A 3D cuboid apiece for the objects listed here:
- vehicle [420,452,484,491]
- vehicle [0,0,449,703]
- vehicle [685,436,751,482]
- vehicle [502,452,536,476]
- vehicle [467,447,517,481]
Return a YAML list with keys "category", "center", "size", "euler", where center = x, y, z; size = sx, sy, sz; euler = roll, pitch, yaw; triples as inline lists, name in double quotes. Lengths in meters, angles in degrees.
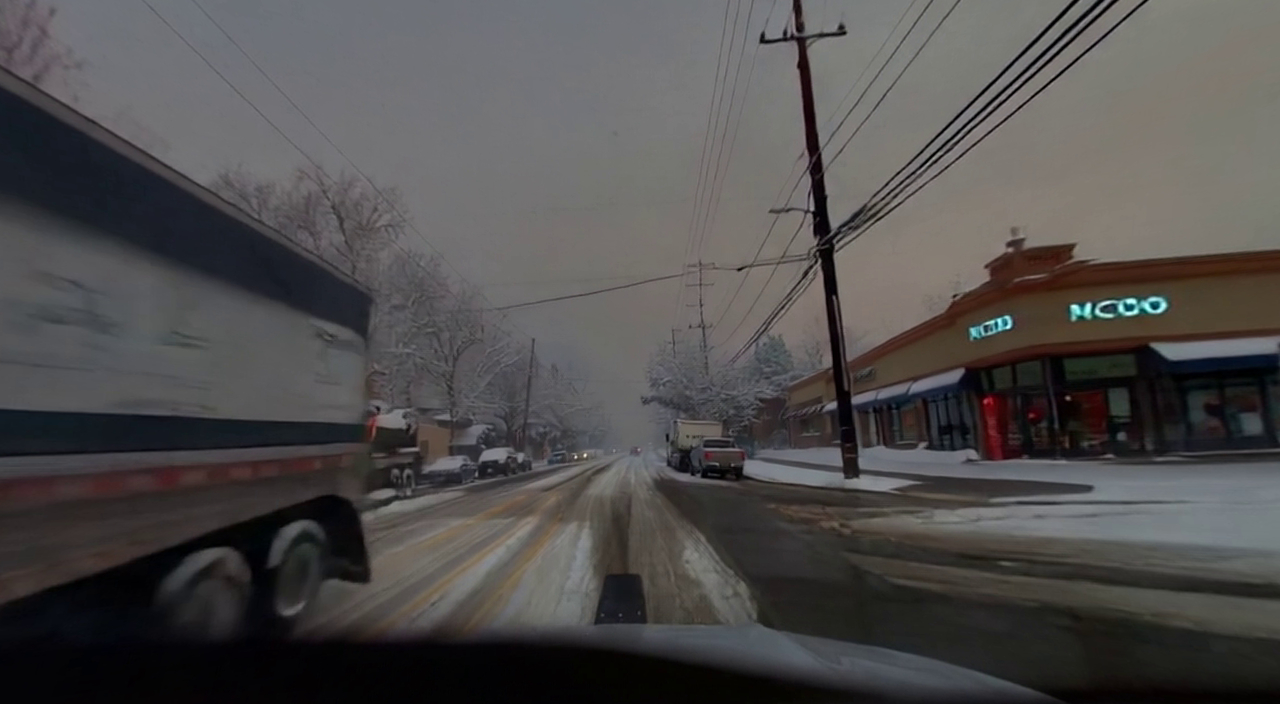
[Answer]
- category: "vehicle"
  center: [-8.423, 5.349, 28.679]
  size: [1.704, 1.464, 4.089]
  euler: [-2, -7, 0]
- category: "vehicle"
  center: [-3.773, -0.017, 1.395]
  size: [2.994, 3.308, 12.131]
  euler: [0, -8, 0]
- category: "vehicle"
  center: [3.239, 4.548, 27.240]
  size: [2.097, 1.784, 4.915]
  euler: [0, -8, -1]
- category: "vehicle"
  center: [-8.460, 7.819, 44.342]
  size: [1.678, 1.468, 3.706]
  euler: [-1, -8, 0]
- category: "vehicle"
  center: [-8.432, 6.386, 36.415]
  size: [1.882, 1.639, 4.187]
  euler: [-3, -7, -1]
